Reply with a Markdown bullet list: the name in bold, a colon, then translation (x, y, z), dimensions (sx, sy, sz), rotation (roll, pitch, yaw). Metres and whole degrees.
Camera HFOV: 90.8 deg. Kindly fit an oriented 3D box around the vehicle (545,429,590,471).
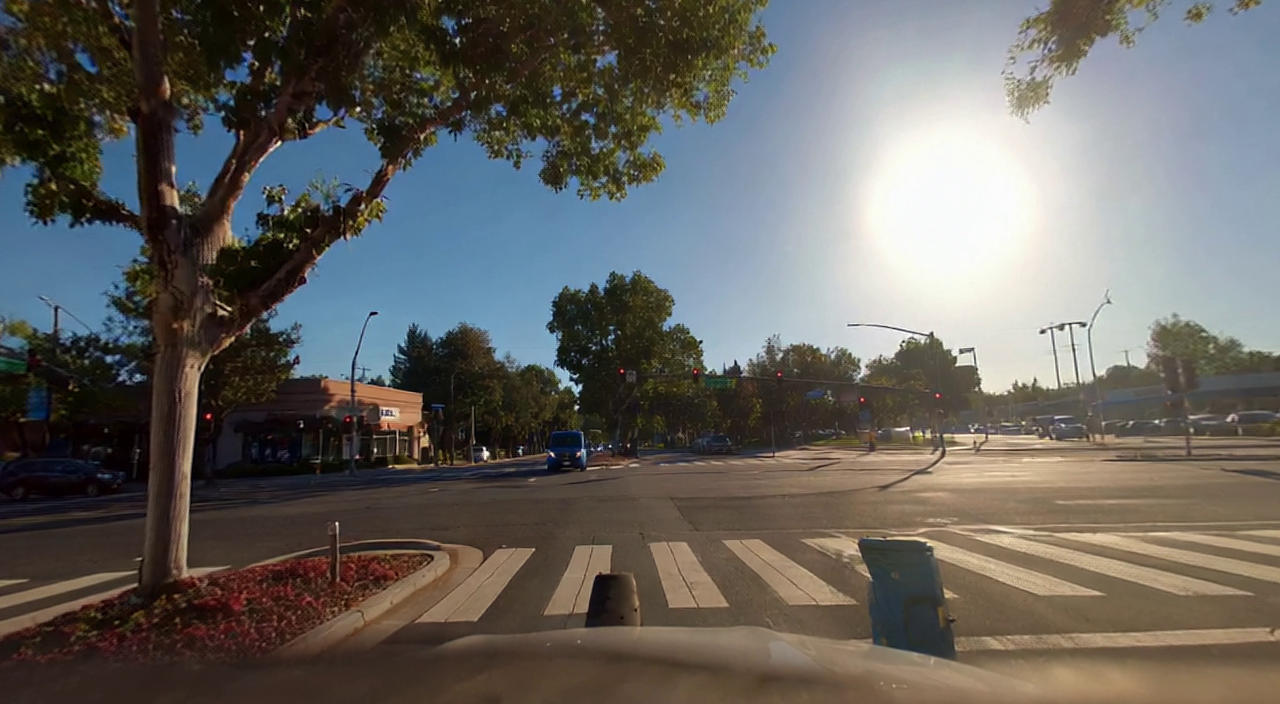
- **vehicle**: translation (-4.425, 6.100, 39.493), dimensions (2.465, 2.404, 5.791), rotation (0, -8, -3)
